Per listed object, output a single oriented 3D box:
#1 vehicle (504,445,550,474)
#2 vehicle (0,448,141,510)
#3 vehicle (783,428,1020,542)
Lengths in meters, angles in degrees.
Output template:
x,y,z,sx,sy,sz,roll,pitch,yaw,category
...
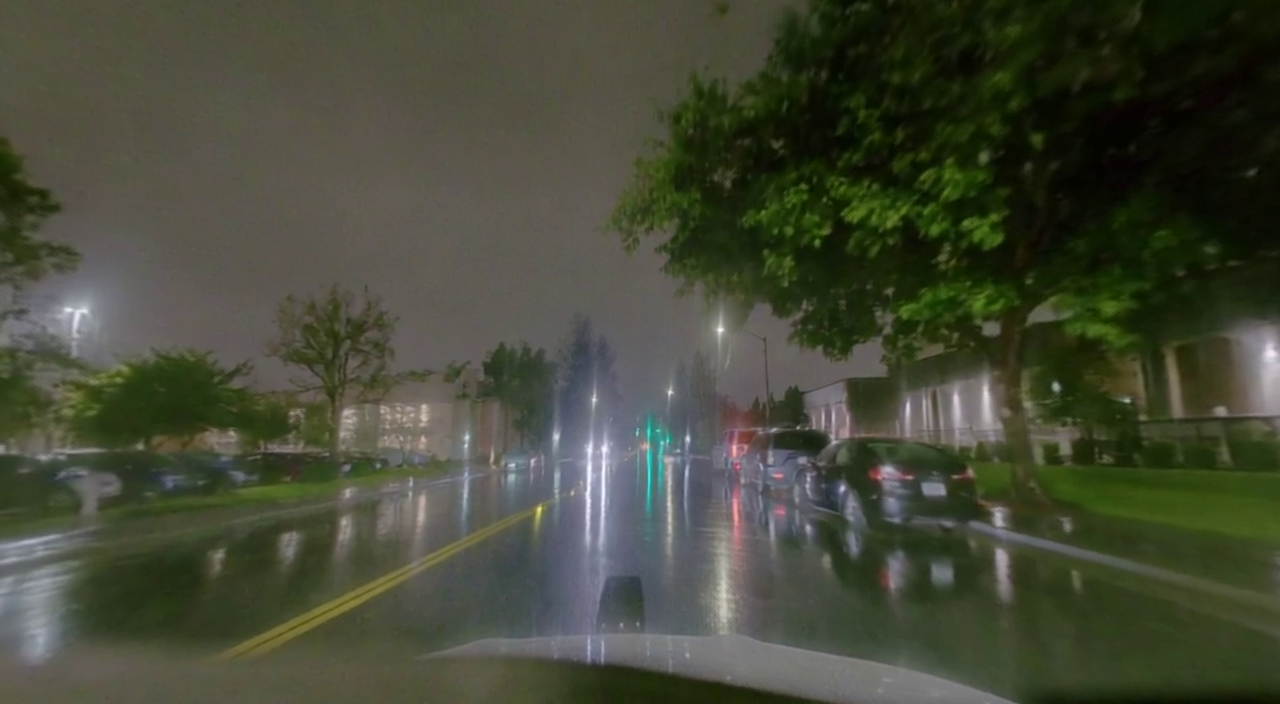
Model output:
x,y,z,sx,sy,sz,roll,pitch,yaw,category
-6.627,6.303,37.370,1.928,1.537,4.439,-2,-8,-1,vehicle
-15.778,3.291,16.709,4.181,1.467,1.851,-3,-9,16,vehicle
4.202,2.219,11.353,1.952,1.538,5.215,0,-8,-1,vehicle
